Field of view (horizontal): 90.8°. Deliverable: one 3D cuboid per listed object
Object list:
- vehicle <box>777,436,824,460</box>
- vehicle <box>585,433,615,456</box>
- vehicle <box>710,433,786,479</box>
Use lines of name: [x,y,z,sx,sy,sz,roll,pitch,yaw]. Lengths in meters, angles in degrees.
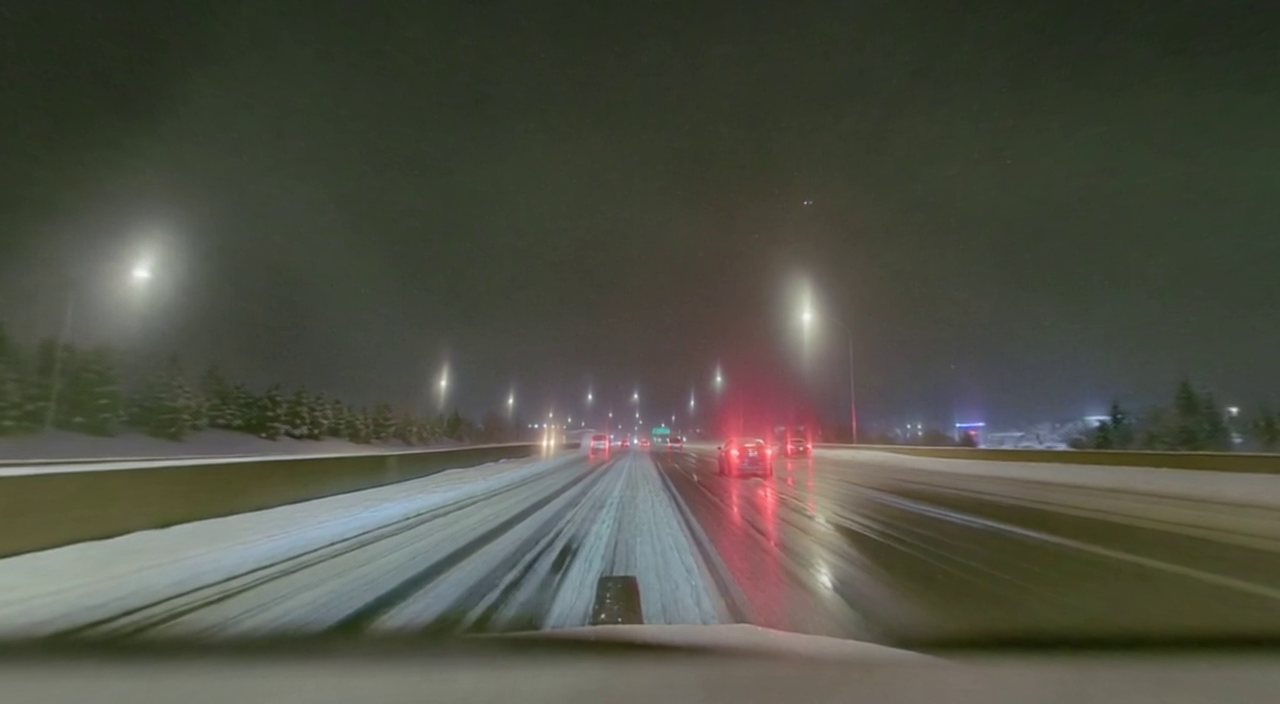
vehicle: [11.011,6.627,43.541,2.019,1.529,4.385,0,-8,-1]
vehicle: [-3.109,7.269,49.469,2.072,1.730,4.381,0,-8,0]
vehicle: [3.799,3.762,22.987,1.961,1.504,4.094,0,-8,-1]
